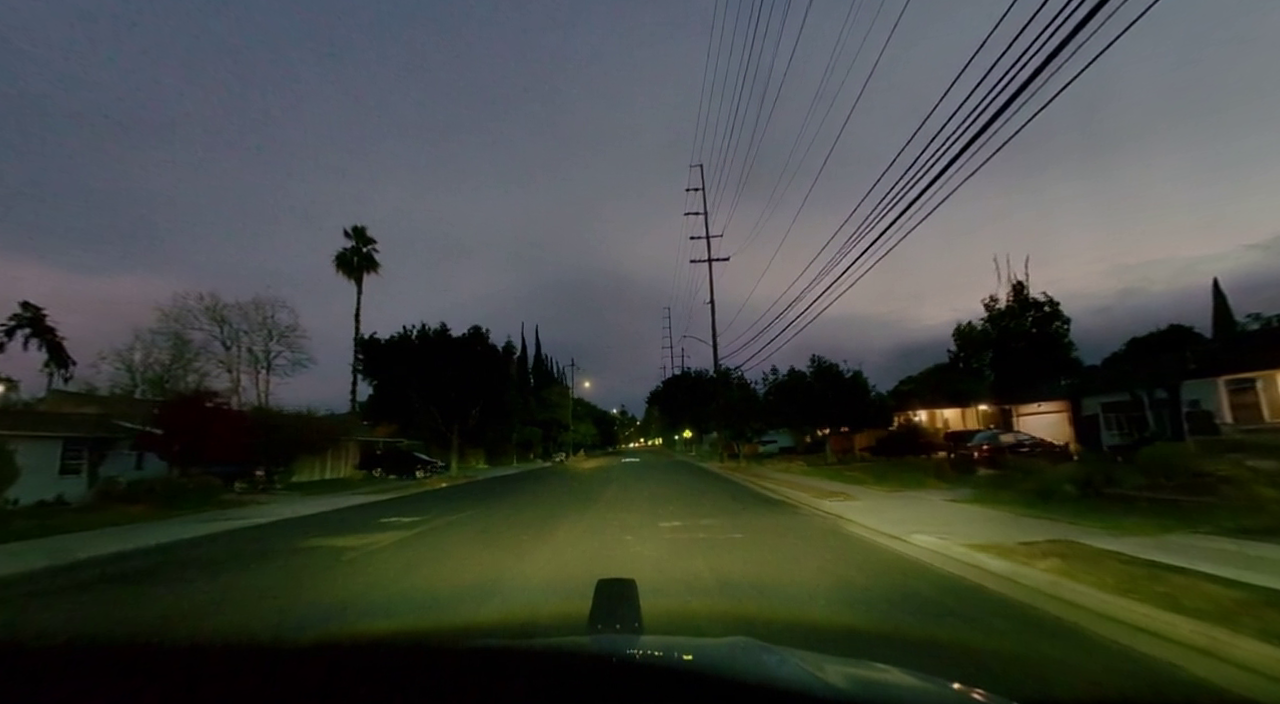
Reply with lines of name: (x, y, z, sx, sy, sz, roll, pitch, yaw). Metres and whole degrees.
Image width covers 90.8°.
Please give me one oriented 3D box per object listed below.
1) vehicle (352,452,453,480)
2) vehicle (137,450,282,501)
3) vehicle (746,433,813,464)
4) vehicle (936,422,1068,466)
vehicle: (-12.826, 6.138, 34.219, 4.718, 1.454, 1.843, -1, -9, 5)
vehicle: (-15.335, 4.386, 22.912, 1.816, 1.614, 4.866, 0, -9, 0)
vehicle: (10.568, 7.353, 48.271, 4.574, 1.699, 2.093, -8, -8, 5)
vehicle: (14.465, 3.714, 25.414, 4.078, 1.516, 1.798, -3, -9, 2)
